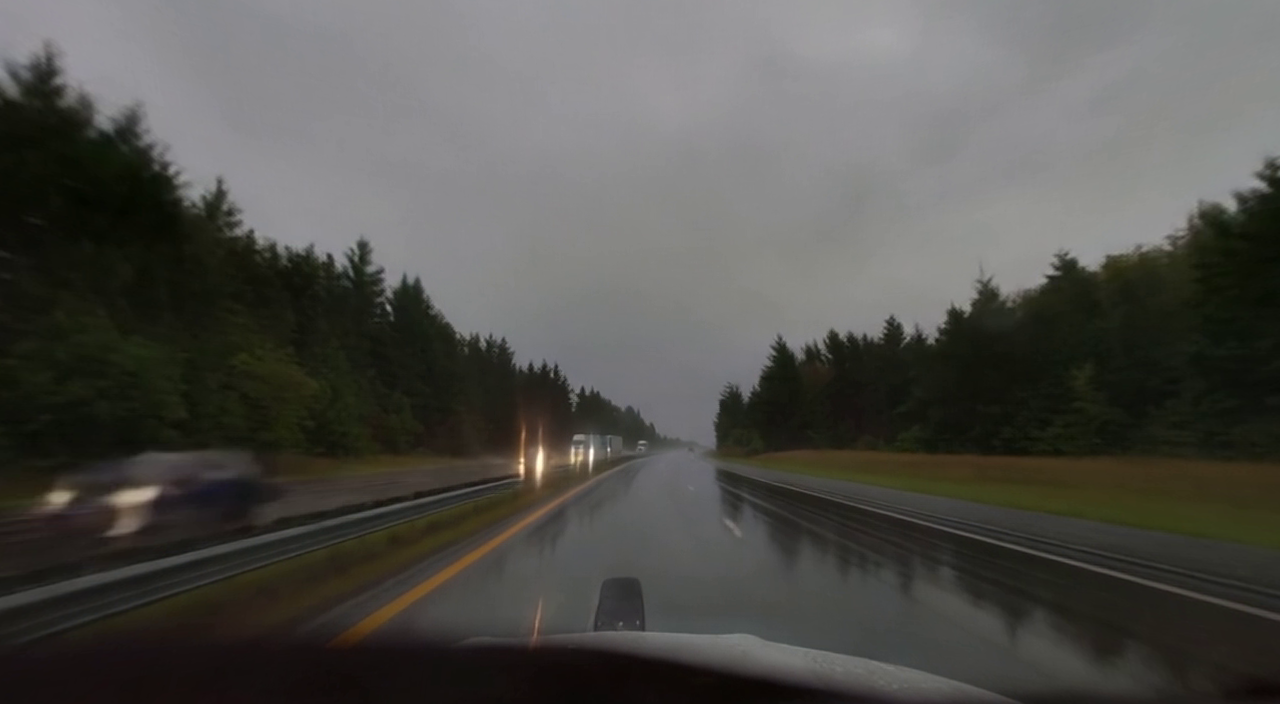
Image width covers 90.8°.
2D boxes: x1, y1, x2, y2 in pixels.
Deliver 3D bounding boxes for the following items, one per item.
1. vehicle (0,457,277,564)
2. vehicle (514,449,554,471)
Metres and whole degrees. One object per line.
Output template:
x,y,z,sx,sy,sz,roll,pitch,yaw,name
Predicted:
-8.951,2.693,11.522,1.883,1.465,4.631,0,-9,0,vehicle
-8.004,8.186,48.034,2.069,1.606,4.753,-1,-9,2,vehicle
